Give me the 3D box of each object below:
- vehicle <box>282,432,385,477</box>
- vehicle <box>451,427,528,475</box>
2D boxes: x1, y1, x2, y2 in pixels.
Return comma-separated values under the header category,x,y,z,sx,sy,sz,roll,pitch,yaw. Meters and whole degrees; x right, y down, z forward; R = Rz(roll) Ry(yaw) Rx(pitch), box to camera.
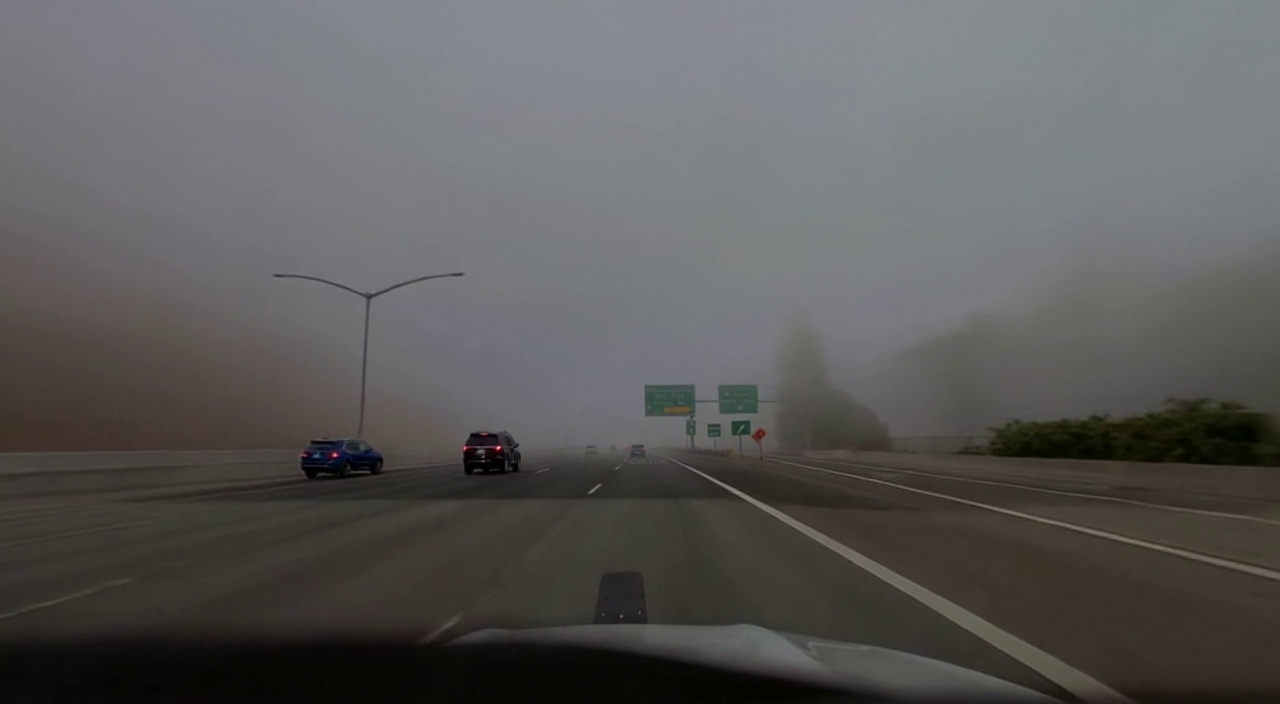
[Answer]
category,x,y,z,sx,sy,sz,roll,pitch,yaw
vehicle,-13.629,4.596,28.429,2.079,1.822,4.893,0,-9,1
vehicle,-6.663,4.479,28.568,2.219,1.947,4.924,0,-9,1
